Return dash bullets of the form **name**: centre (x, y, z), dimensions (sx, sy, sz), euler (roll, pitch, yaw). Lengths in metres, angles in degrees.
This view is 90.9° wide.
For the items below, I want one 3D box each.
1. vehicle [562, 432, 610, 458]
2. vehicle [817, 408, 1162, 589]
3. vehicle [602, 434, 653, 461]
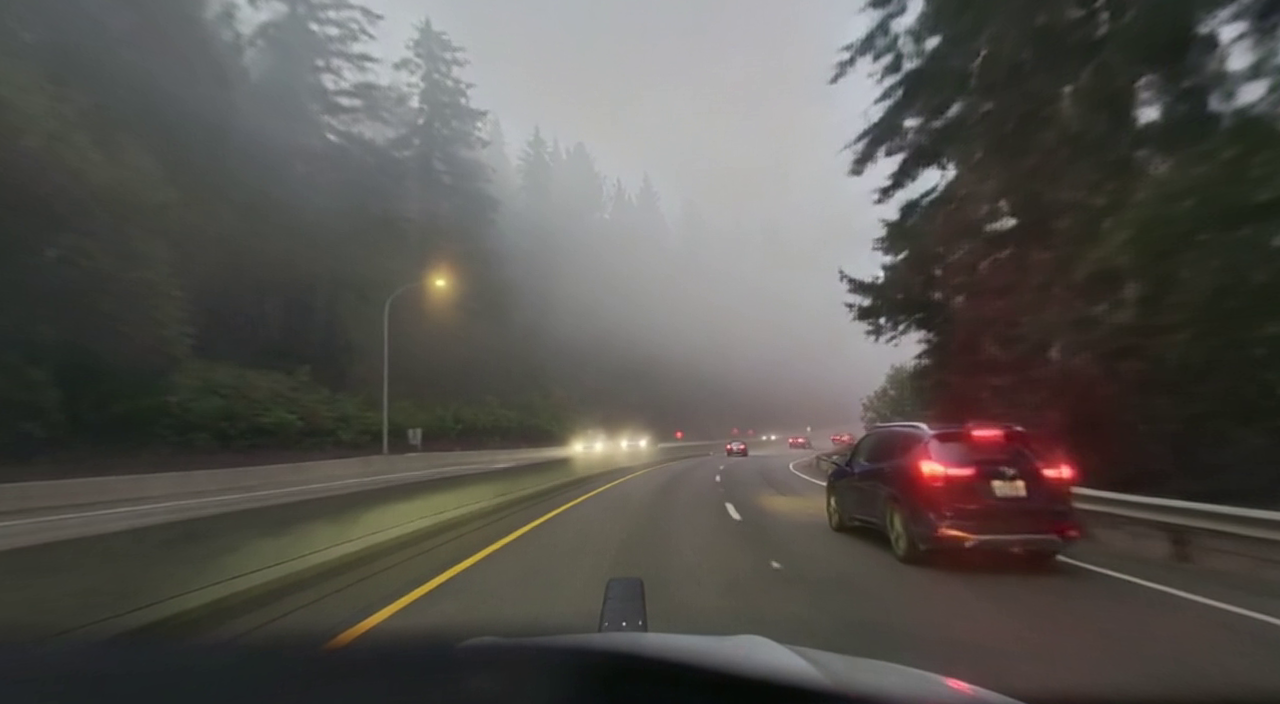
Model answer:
- **vehicle**: centre (-3.793, 6.663, 45.229), dimensions (2.142, 1.731, 4.681), euler (-2, -9, 13)
- **vehicle**: centre (3.955, 1.719, 8.289), dimensions (2.112, 1.708, 4.380), euler (0, -8, 2)
- **vehicle**: centre (-0.722, 6.196, 41.075), dimensions (2.295, 1.648, 4.689), euler (-2, -9, 12)
